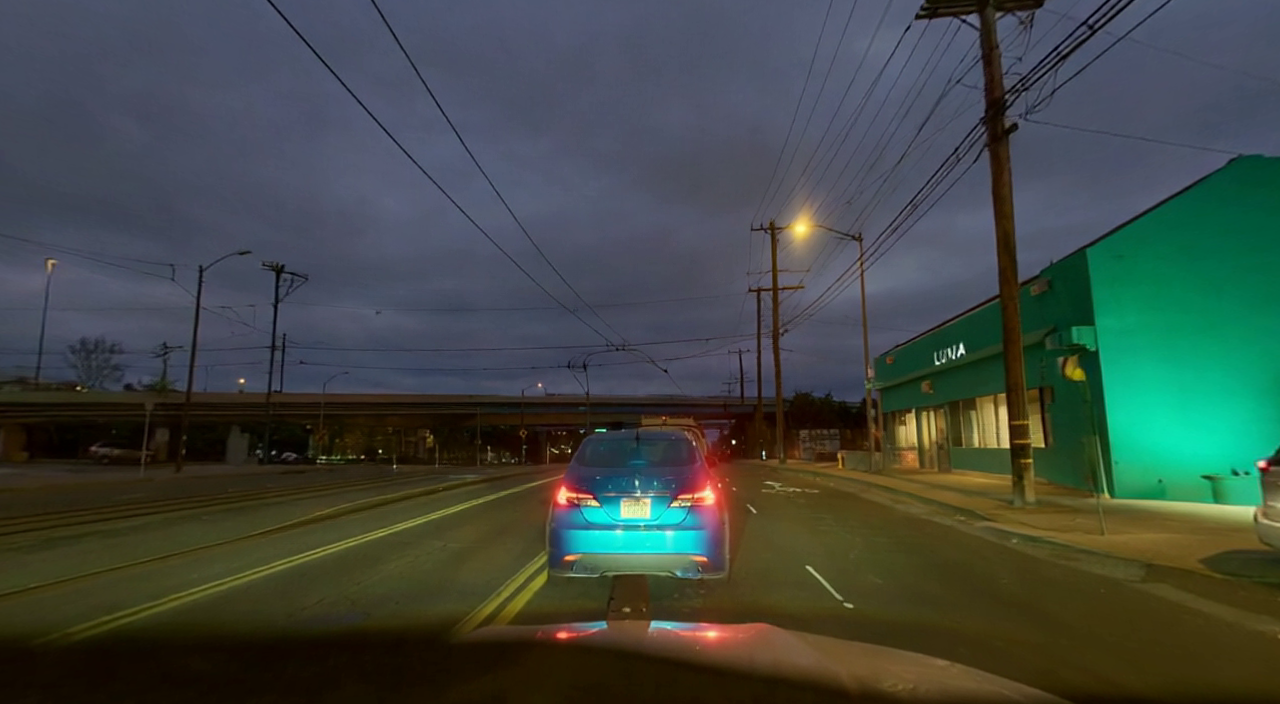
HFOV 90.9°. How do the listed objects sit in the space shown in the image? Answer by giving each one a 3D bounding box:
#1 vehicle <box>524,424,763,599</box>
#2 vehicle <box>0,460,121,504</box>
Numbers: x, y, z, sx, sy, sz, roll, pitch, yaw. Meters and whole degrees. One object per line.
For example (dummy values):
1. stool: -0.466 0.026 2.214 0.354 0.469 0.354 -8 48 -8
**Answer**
1. vehicle: 0.119 1.711 7.625 2.090 1.518 4.033 -1 -9 3
2. vehicle: -21.904 4.688 22.862 4.566 1.453 1.935 -1 -9 5
